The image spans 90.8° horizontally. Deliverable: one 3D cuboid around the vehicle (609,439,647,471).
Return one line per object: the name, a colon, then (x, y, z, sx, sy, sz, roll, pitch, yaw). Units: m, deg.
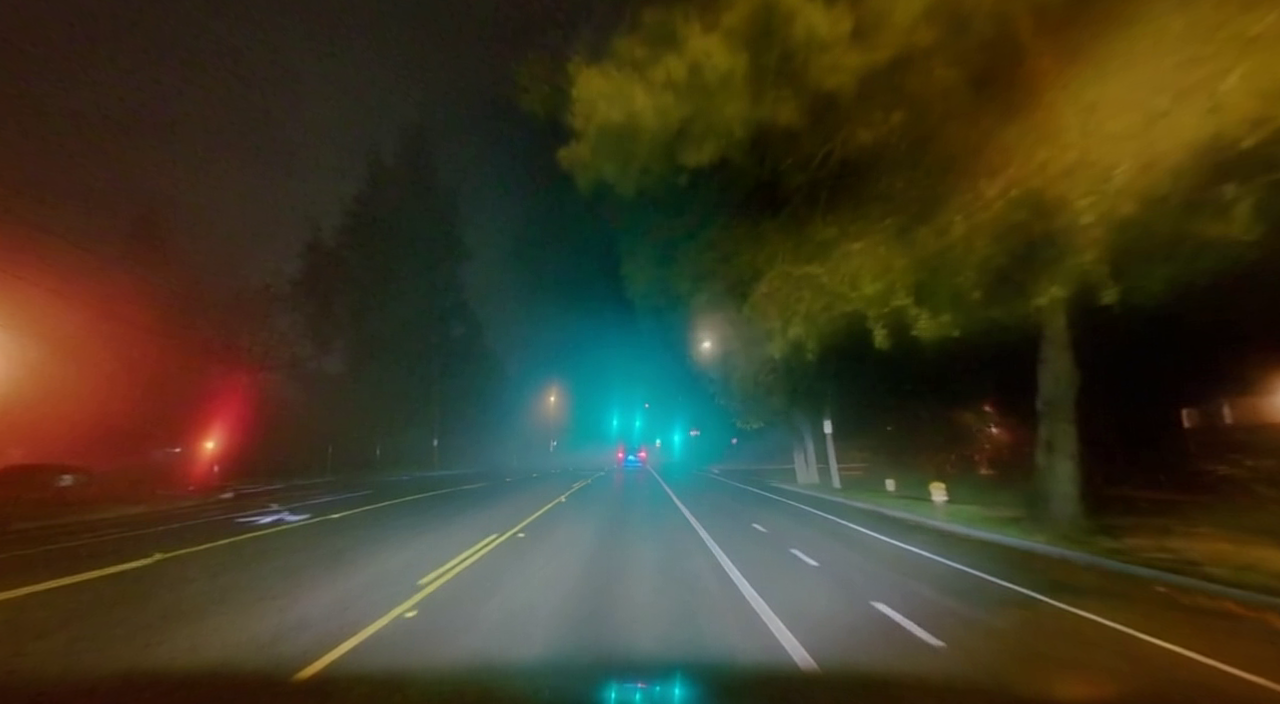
vehicle: (-0.690, 6.338, 39.125, 2.230, 1.827, 4.298, 0, -8, 0)

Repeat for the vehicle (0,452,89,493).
vehicle: (-24.819, 4.804, 25.561, 1.830, 1.467, 4.270, 2, -9, -12)
